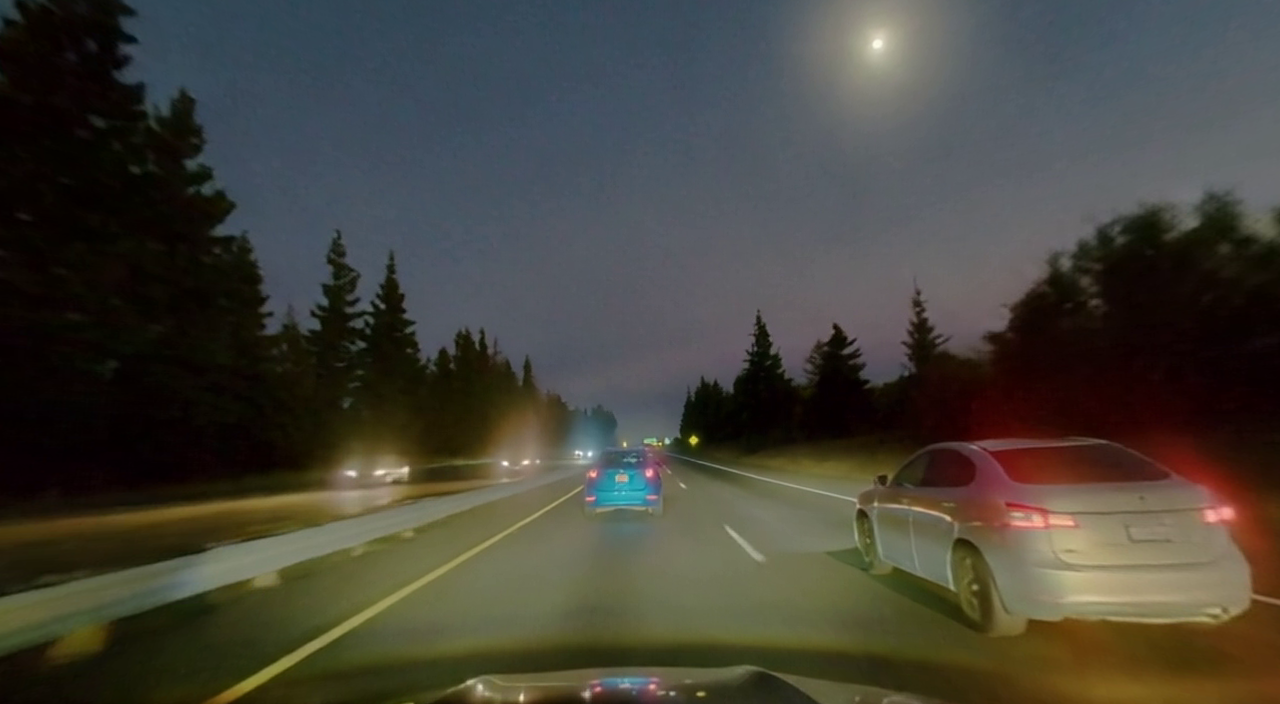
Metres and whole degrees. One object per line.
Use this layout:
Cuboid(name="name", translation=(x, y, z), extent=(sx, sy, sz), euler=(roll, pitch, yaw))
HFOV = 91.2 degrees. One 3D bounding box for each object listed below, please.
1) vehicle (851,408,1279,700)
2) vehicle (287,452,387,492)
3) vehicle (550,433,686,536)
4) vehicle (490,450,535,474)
Cuboid(name="vehicle", translation=(3.598, 1.382, 5.434), extent=(2.021, 1.533, 4.014), euler=(0, -9, -2))
Cuboid(name="vehicle", translation=(-13.176, 5.214, 27.596), extent=(1.907, 1.566, 4.287), euler=(-1, -9, 6))
Cuboid(name="vehicle", translation=(-0.392, 2.381, 11.867), extent=(2.083, 1.548, 4.251), euler=(0, -9, -1))
Cuboid(name="vehicle", translation=(-8.901, 7.685, 44.088), extent=(1.925, 1.558, 4.069), euler=(-2, -9, 7))
